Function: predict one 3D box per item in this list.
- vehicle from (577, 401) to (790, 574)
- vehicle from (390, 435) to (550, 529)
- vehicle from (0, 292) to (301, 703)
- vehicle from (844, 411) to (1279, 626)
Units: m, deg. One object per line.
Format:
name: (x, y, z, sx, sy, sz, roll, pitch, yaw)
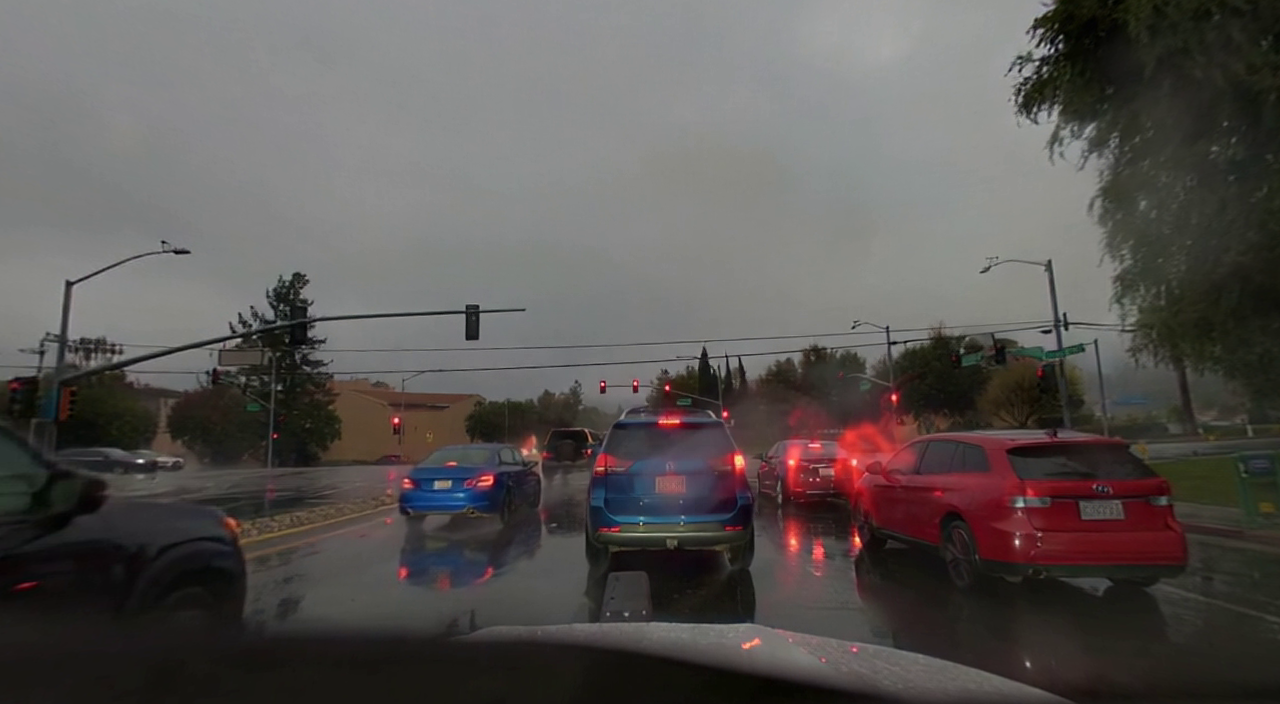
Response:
vehicle: (0.436, 1.717, 8.715, 2.172, 1.764, 4.338, 0, -8, 0)
vehicle: (-3.026, 2.402, 12.273, 1.876, 1.497, 4.308, 0, -8, 1)
vehicle: (-3.112, 0.610, 1.305, 2.054, 1.814, 4.941, 0, -8, 0)
vehicle: (3.911, 1.545, 6.803, 1.954, 1.592, 3.992, 0, -8, -2)
